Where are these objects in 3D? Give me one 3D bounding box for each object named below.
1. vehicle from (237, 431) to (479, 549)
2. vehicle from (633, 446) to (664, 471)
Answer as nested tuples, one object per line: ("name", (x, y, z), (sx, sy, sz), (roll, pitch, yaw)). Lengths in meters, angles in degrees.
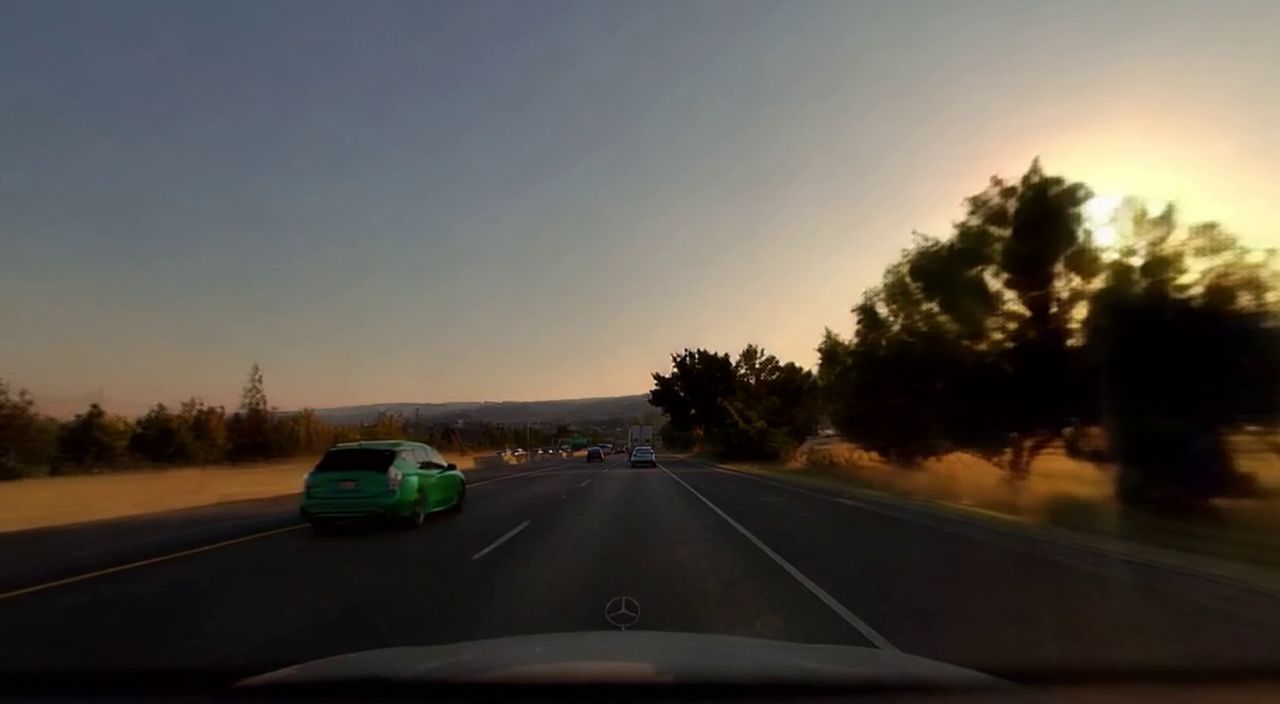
("vehicle", (-4.253, 2.147, 10.417), (2.172, 1.548, 3.953), (0, -9, 0))
("vehicle", (0.542, 7.190, 42.906), (1.992, 1.593, 3.937), (0, -9, -1))
